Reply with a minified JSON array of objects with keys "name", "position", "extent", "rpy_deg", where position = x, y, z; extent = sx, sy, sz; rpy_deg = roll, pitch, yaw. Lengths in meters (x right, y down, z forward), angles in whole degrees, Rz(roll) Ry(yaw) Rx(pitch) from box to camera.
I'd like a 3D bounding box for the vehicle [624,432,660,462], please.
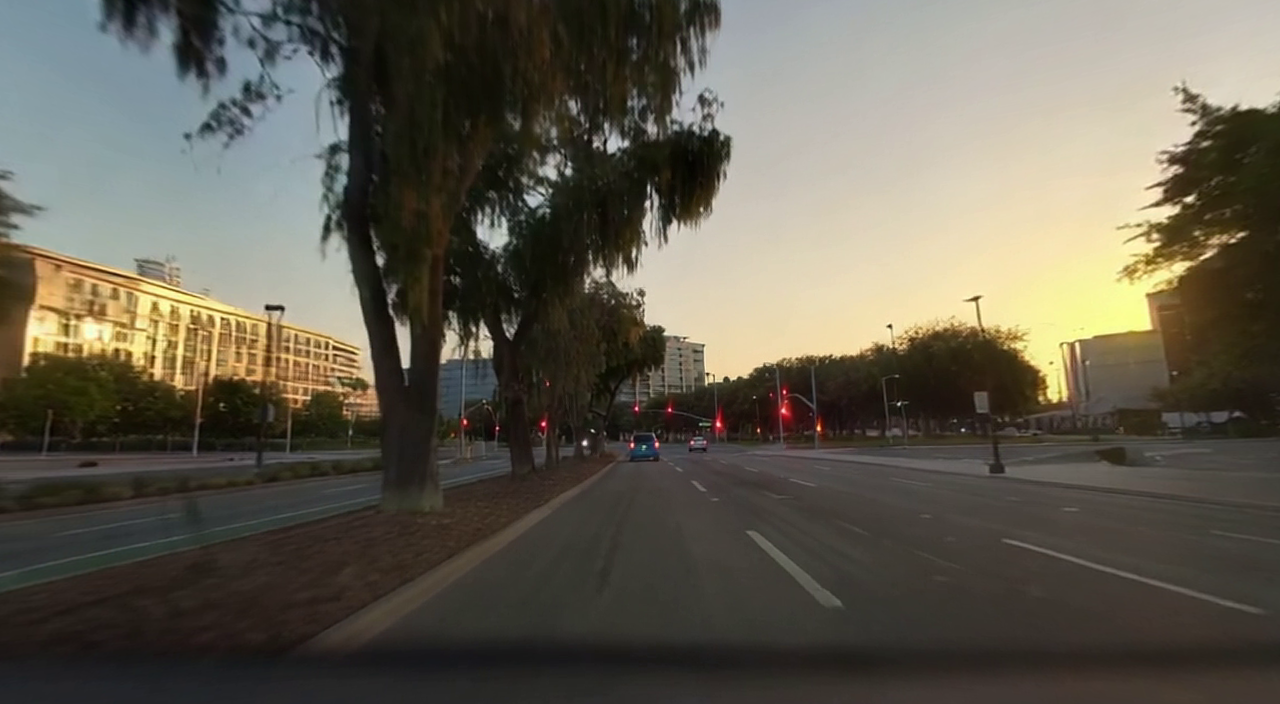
[{"name":"vehicle","position":[0.133,6.481,43.091],"extent":[2.267,1.926,4.708],"rpy_deg":[0,-9,0]}]
